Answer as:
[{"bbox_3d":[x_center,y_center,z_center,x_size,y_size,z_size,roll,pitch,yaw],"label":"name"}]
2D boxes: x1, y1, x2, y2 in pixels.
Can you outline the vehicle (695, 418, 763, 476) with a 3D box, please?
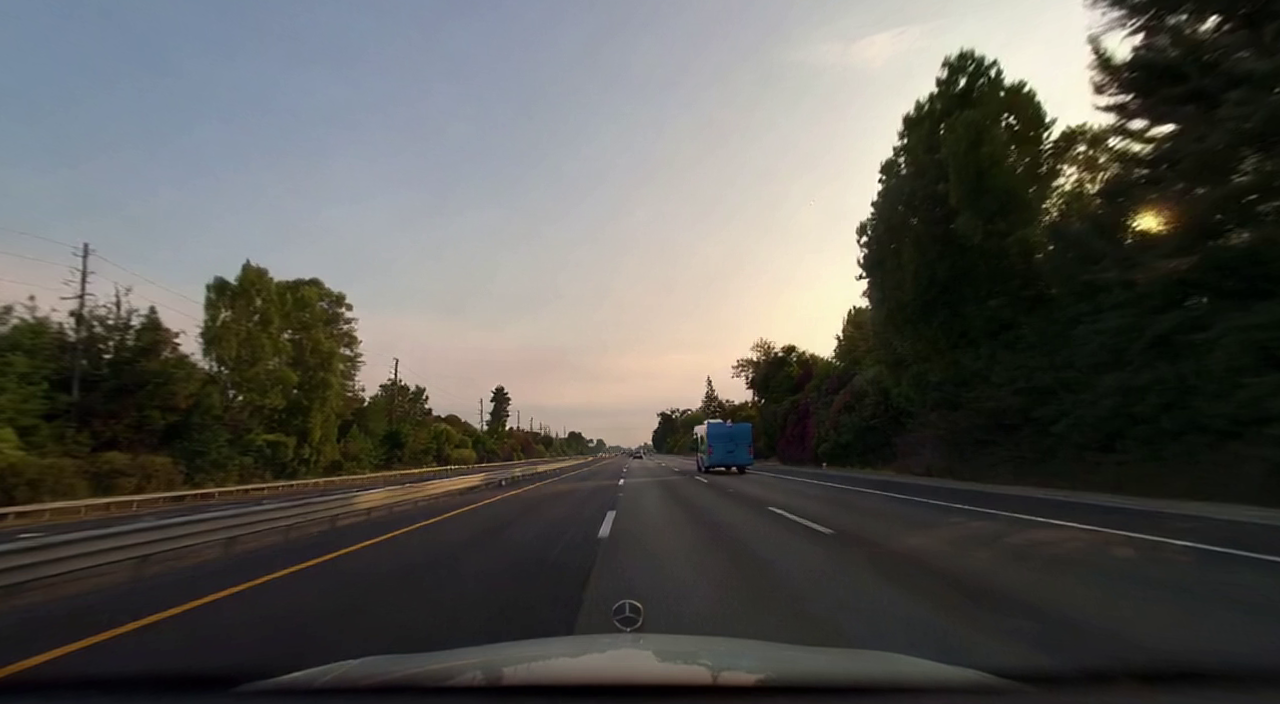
[{"bbox_3d":[4.625,5.130,33.955,2.556,2.763,6.287,0,-9,-2],"label":"vehicle"}]
